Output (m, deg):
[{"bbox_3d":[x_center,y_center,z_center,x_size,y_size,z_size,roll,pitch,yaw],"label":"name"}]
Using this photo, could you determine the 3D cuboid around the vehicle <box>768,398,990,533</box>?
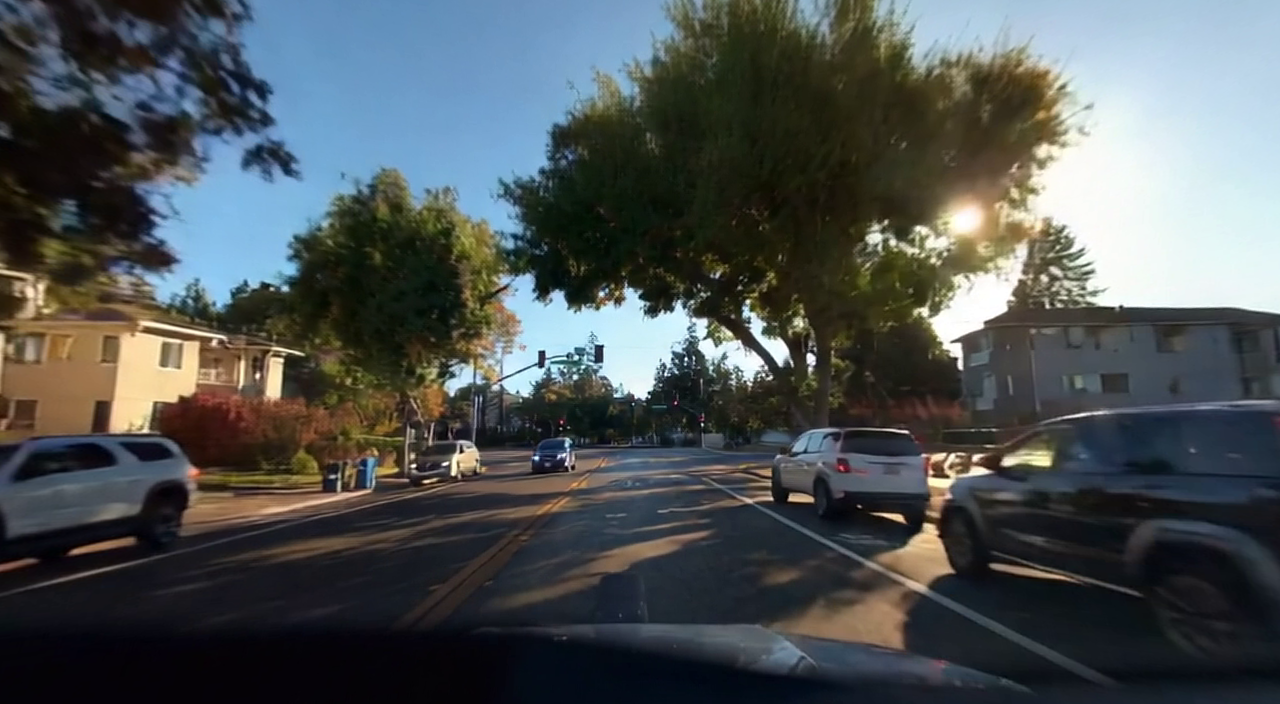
[{"bbox_3d":[3.875,1.960,11.281,2.063,1.904,4.531,0,-9,-2],"label":"vehicle"}]

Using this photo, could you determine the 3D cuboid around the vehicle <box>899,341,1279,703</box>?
[{"bbox_3d":[3.771,1.129,4.549,1.908,1.788,4.397,1,-8,0],"label":"vehicle"}]

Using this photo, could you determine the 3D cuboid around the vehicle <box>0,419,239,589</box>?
[{"bbox_3d":[-7.594,1.802,8.081,1.994,1.718,4.518,0,-9,-2],"label":"vehicle"}]

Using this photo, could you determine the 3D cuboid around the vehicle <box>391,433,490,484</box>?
[{"bbox_3d":[-7.612,4.131,24.691,2.150,1.766,5.483,0,-9,-1],"label":"vehicle"}]

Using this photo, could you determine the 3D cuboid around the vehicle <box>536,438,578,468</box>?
[{"bbox_3d":[-4.360,5.368,33.556,1.971,1.497,4.285,1,-9,-4],"label":"vehicle"}]
